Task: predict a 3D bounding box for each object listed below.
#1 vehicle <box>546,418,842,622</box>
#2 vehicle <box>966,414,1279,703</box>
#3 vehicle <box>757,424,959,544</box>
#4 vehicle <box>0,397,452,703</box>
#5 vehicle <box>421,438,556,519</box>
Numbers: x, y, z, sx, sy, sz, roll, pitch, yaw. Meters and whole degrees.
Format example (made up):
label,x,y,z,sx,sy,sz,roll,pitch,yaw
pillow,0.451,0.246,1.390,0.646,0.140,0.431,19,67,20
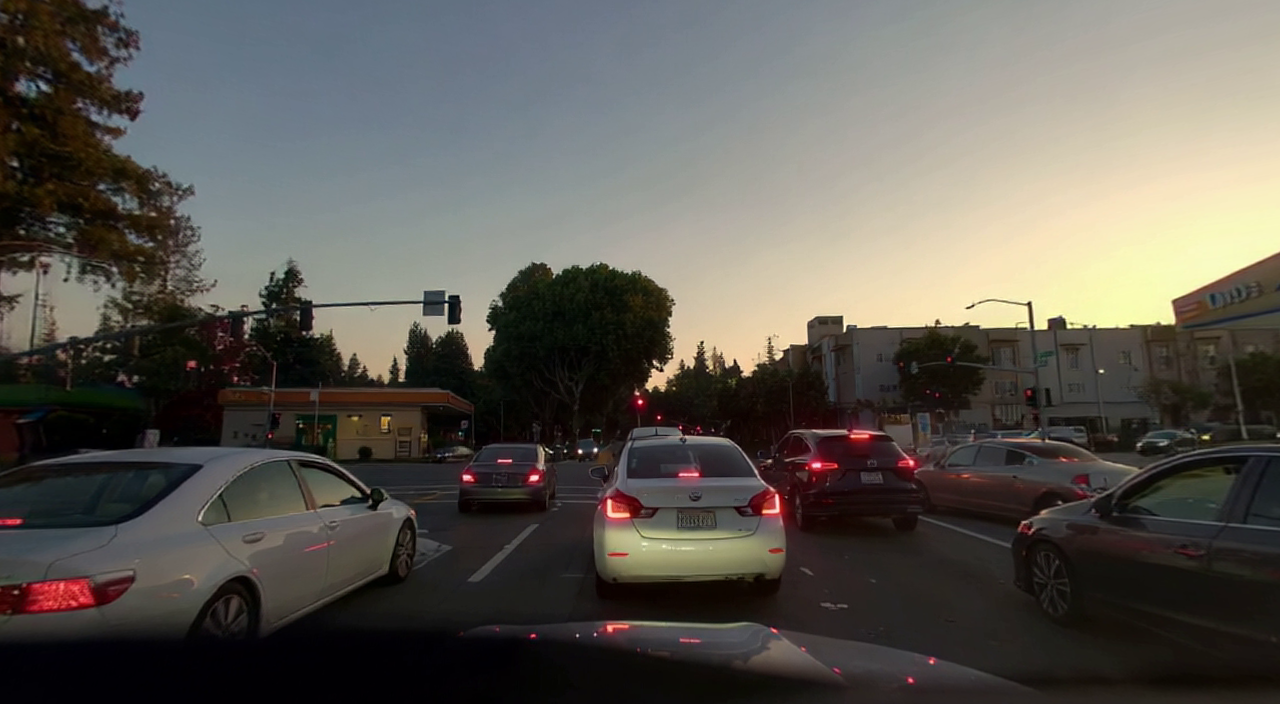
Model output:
label,x,y,z,sx,sy,sz,roll,pitch,yaw
vehicle,0.344,1.585,6.954,2.220,1.507,4.317,0,-9,-2
vehicle,4.187,1.132,3.615,1.950,1.497,4.686,0,-9,-3
vehicle,3.398,2.129,10.795,1.947,1.630,4.127,0,-9,0
vehicle,-3.000,1.249,4.623,1.887,1.493,4.255,0,-9,1
vehicle,-3.064,2.647,13.714,1.867,1.474,4.237,0,-9,0
